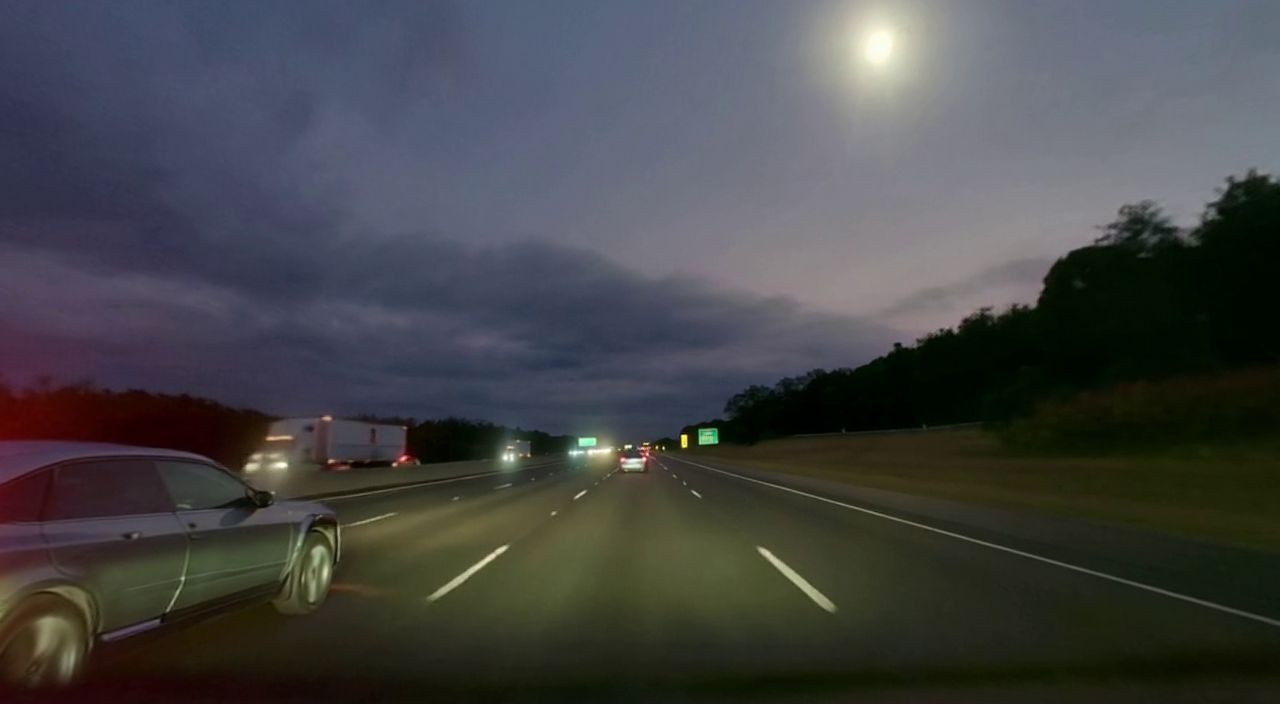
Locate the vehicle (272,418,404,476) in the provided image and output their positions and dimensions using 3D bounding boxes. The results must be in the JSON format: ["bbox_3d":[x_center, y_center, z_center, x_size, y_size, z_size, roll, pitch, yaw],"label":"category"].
[{"bbox_3d":[-22.994,7.512,49.680,2.903,3.856,14.989,0,-9,1],"label":"vehicle"}]

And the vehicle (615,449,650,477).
[{"bbox_3d":[-0.375,6.385,36.581,1.908,1.515,3.871,0,-9,1],"label":"vehicle"}]
